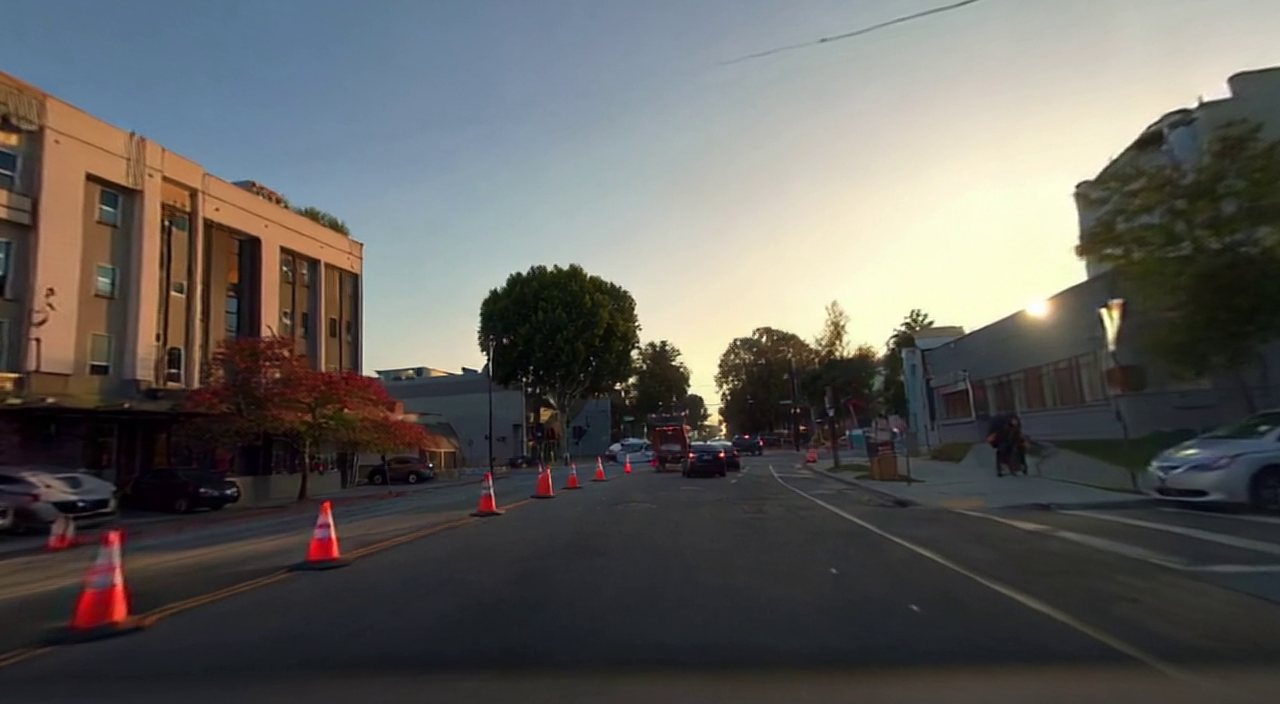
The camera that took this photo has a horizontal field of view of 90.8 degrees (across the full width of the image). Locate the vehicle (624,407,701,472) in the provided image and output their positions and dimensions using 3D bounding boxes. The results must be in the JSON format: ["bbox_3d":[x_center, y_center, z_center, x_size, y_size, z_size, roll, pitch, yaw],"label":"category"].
[{"bbox_3d":[1.717,5.400,38.615,2.977,3.271,12.748,-2,-8,10],"label":"vehicle"}]

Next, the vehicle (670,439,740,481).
[{"bbox_3d":[2.463,4.215,24.998,2.159,1.506,4.086,0,-8,-2],"label":"vehicle"}]

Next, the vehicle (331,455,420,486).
[{"bbox_3d":[-15.446,6.916,37.011,4.397,1.698,1.932,-1,-9,9],"label":"vehicle"}]

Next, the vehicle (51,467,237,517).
[{"bbox_3d":[-17.117,4.811,21.934,4.952,1.510,2.115,-1,-9,8],"label":"vehicle"}]

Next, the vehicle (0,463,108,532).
[{"bbox_3d":[-18.162,4.136,18.065,4.298,1.752,1.954,-2,-9,7],"label":"vehicle"}]

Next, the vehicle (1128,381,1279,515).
[{"bbox_3d":[11.326,1.525,10.180,4.859,1.914,2.333,0,-8,2],"label":"vehicle"}]
